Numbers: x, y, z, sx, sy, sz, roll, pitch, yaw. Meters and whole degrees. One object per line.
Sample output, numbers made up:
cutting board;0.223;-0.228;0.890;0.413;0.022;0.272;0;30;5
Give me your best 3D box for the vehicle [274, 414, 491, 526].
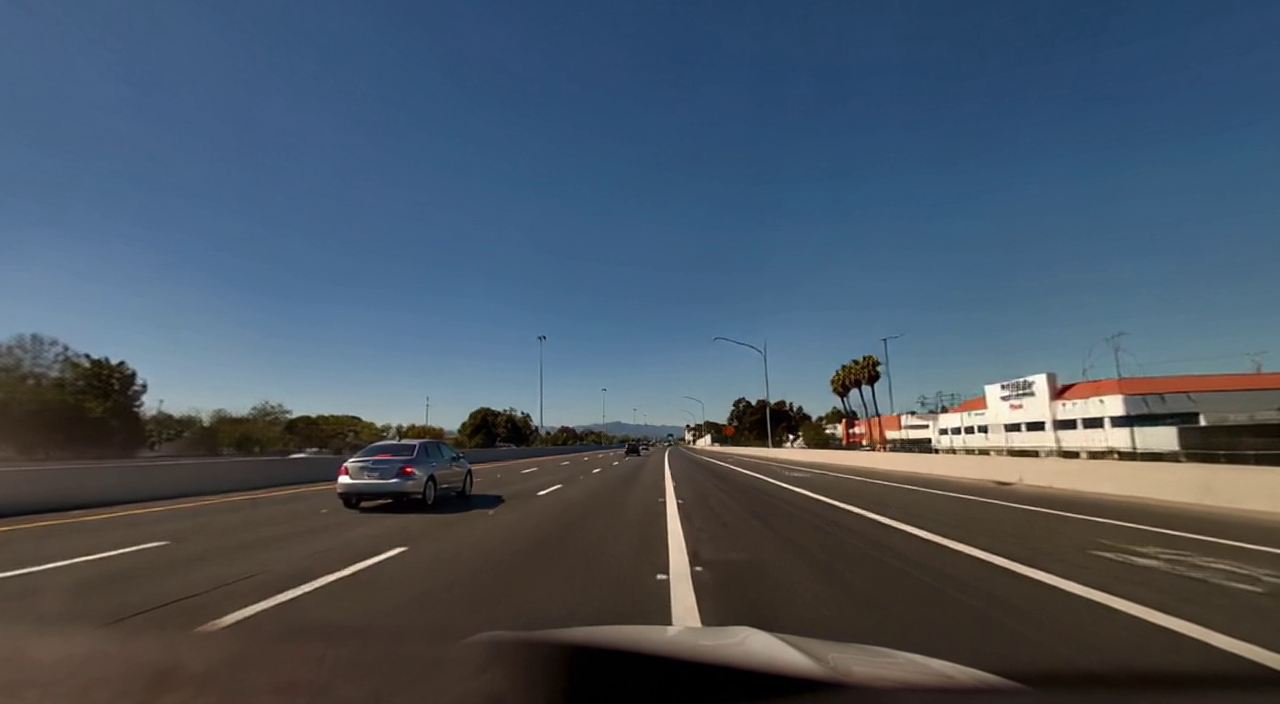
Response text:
vehicle;-4.743;2.266;12.642;2.145;1.793;4.762;-1;-8;3
